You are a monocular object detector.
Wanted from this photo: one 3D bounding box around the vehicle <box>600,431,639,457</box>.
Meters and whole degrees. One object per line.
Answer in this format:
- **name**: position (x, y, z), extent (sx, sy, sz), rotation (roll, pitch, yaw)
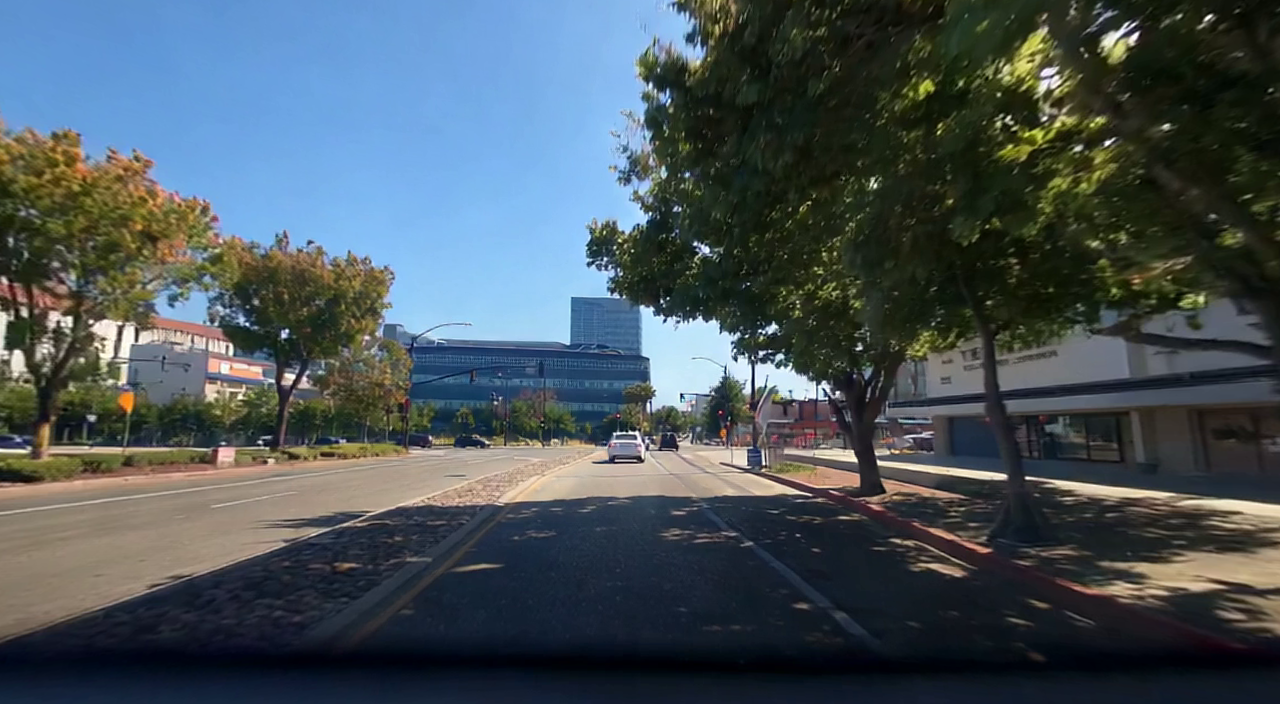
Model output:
- **vehicle**: position (-1.205, 5.690, 38.975), extent (2.173, 1.479, 4.264), rotation (0, -9, 2)
